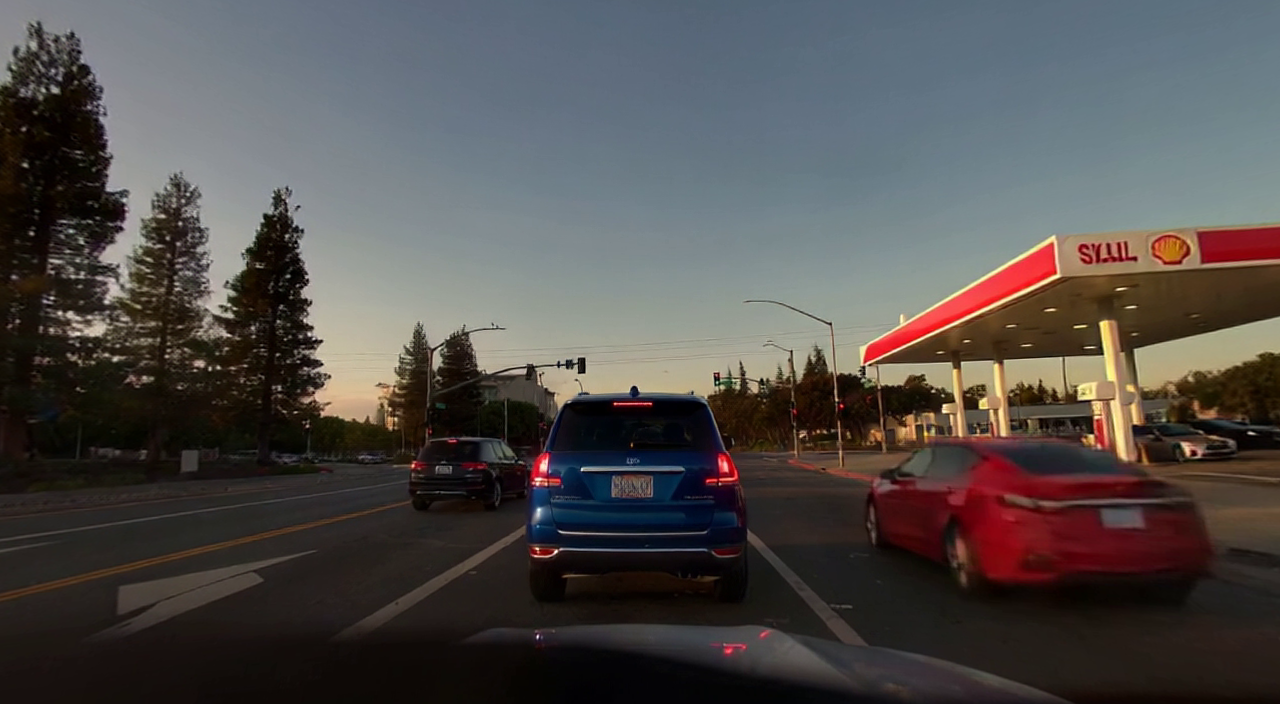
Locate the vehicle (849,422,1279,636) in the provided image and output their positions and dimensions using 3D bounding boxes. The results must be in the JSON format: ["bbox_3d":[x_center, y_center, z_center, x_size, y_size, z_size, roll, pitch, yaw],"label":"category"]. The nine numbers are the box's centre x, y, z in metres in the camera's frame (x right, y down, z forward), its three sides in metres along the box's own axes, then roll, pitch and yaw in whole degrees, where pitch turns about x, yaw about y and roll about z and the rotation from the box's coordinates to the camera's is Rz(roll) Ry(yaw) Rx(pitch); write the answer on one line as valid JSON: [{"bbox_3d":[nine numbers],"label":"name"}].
[{"bbox_3d":[3.928,1.597,6.770,2.041,1.490,4.471,-1,-9,3],"label":"vehicle"}]

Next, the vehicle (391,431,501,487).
[{"bbox_3d":[-6.636,3.718,22.174,2.065,1.753,4.525,-1,-9,6],"label":"vehicle"}]

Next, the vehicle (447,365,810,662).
[{"bbox_3d":[0.012,1.315,6.135,2.236,1.819,4.291,-1,-9,3],"label":"vehicle"}]
